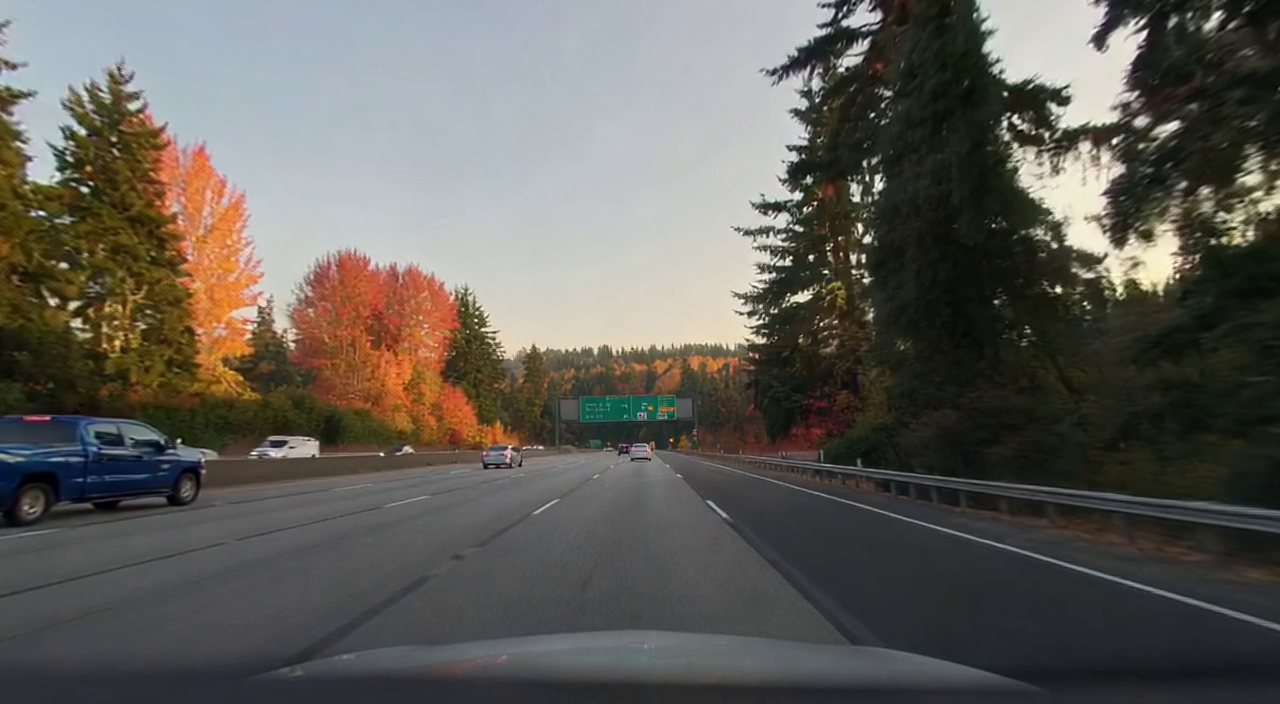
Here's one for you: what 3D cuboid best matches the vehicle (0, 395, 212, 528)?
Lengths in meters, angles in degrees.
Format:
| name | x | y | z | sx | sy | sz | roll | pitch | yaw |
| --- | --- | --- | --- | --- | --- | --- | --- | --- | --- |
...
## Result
| name | x | y | z | sx | sy | sz | roll | pitch | yaw |
| --- | --- | --- | --- | --- | --- | --- | --- | --- | --- |
| vehicle | -10.803 | 1.882 | 11.079 | 2.347 | 1.984 | 5.778 | 0 | -8 | 2 |

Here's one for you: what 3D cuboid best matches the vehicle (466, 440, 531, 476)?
| name | x | y | z | sx | sy | sz | roll | pitch | yaw |
| --- | --- | --- | --- | --- | --- | --- | --- | --- | --- |
| vehicle | -6.397 | 4.813 | 28.968 | 1.919 | 1.499 | 4.234 | 0 | -8 | 1 |

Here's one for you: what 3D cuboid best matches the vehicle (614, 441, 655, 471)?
| name | x | y | z | sx | sy | sz | roll | pitch | yaw |
| --- | --- | --- | --- | --- | --- | --- | --- | --- | --- |
| vehicle | -0.226 | 5.521 | 33.638 | 1.984 | 1.471 | 4.202 | 0 | -8 | 2 |
